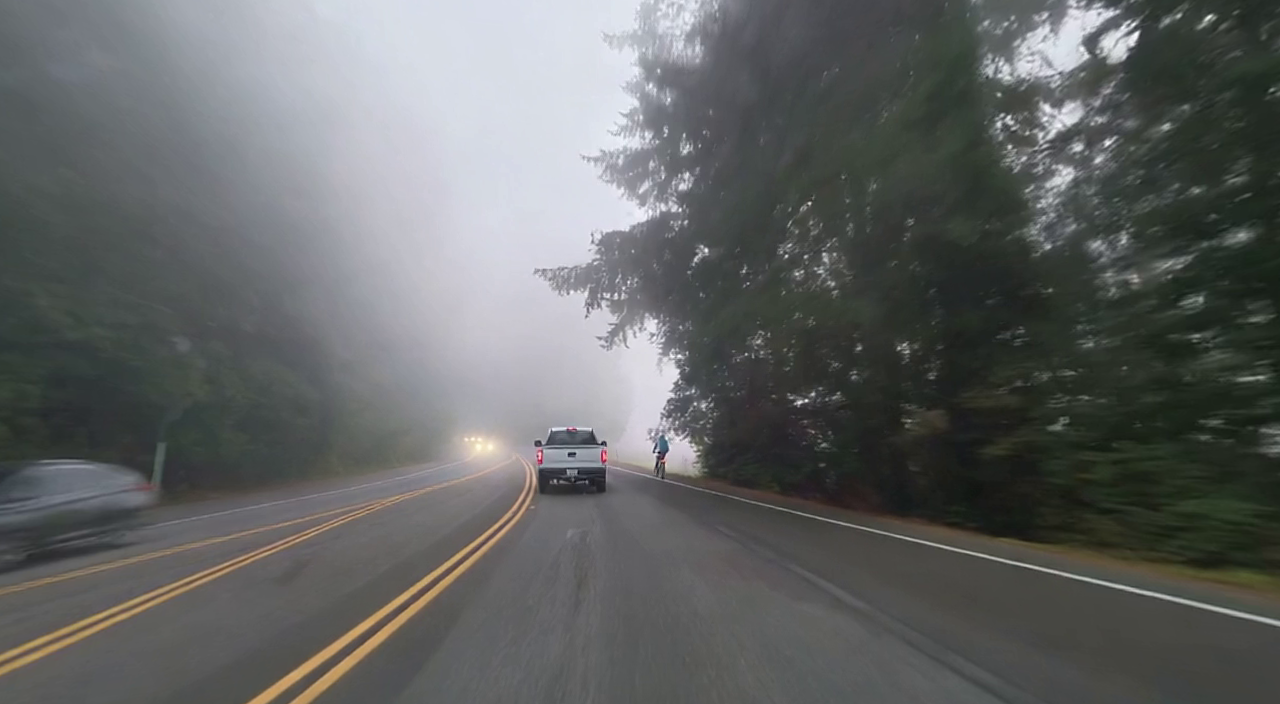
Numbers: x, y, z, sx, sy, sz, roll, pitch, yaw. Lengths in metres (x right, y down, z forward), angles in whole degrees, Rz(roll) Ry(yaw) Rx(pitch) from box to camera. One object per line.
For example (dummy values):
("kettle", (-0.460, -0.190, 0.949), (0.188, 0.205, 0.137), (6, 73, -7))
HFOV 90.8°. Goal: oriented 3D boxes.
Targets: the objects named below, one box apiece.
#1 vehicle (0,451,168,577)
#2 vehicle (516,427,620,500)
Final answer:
("vehicle", (-8.738, 2.010, 7.859), (2.106, 1.475, 4.723), (-1, -8, -1))
("vehicle", (-2.060, 3.221, 18.688), (2.631, 1.798, 5.331), (0, -8, -5))
